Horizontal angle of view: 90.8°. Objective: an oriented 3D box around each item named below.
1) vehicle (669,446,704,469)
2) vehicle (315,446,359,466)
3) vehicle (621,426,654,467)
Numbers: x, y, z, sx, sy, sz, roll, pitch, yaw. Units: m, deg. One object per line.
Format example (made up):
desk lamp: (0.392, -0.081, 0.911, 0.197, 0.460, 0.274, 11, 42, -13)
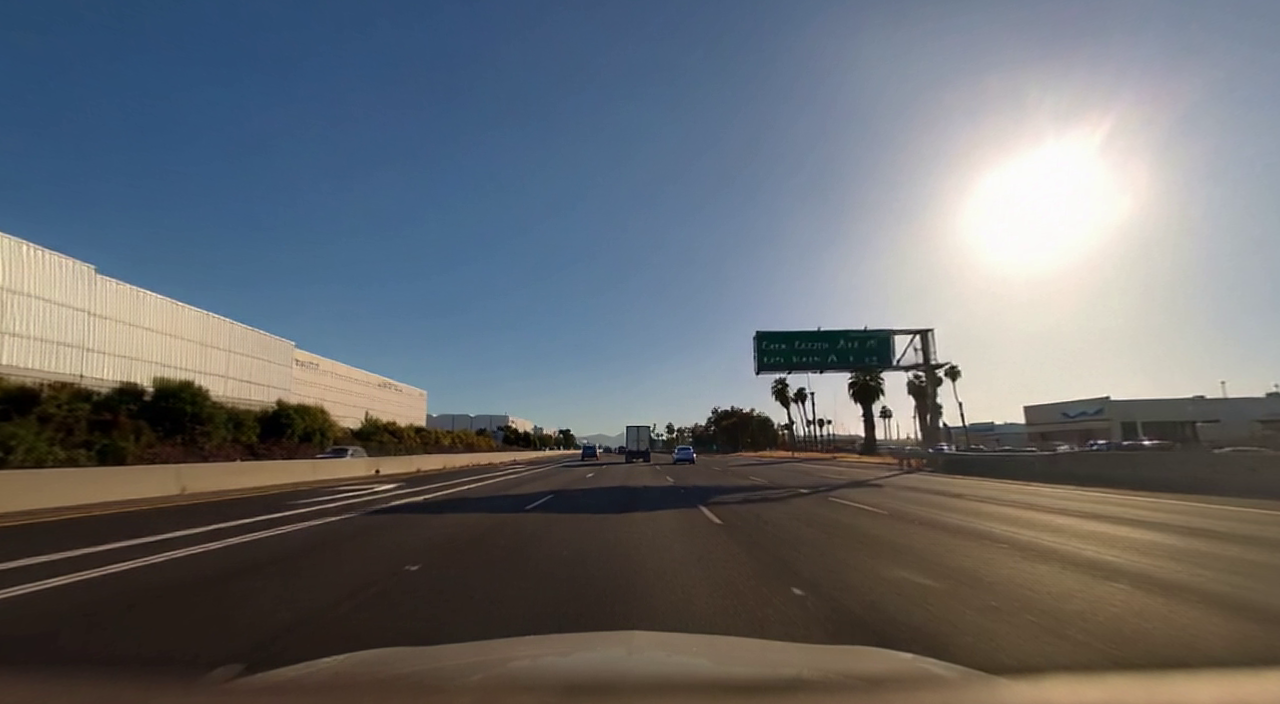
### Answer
vehicle: (3.116, 7.183, 43.274, 2.049, 1.485, 4.106, 0, -9, -1)
vehicle: (-23.812, 8.172, 49.762, 1.677, 1.457, 3.656, 0, -9, -1)
vehicle: (-0.252, 7.335, 49.053, 2.364, 2.953, 6.495, 0, -9, -1)
